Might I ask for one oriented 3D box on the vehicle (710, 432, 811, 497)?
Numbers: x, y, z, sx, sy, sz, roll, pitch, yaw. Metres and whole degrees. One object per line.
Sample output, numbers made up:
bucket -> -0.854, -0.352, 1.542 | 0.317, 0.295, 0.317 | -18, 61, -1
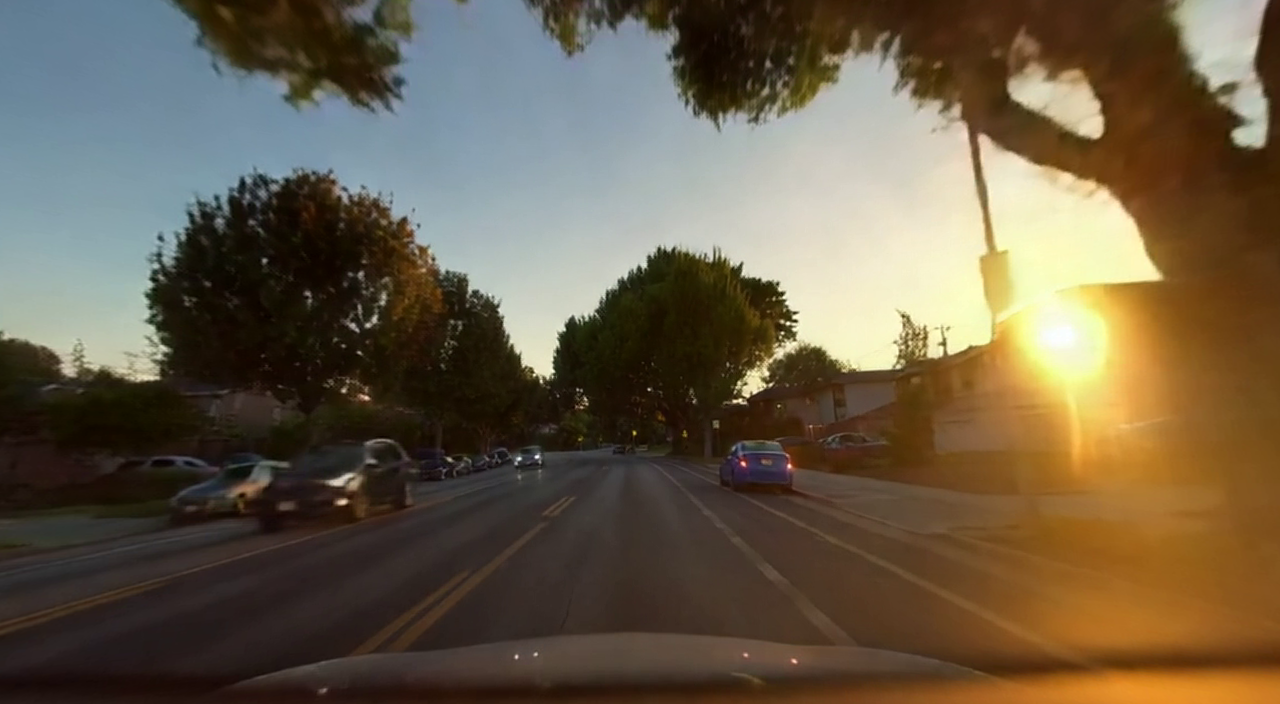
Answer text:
vehicle -> 3.692, 3.567, 20.549 | 2.176, 1.793, 5.534 | 1, -8, 0

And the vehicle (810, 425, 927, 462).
vehicle -> 12.560, 5.075, 35.152 | 5.437, 1.931, 2.837 | 0, -8, 1

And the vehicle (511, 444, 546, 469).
vehicle -> -8.312, 7.811, 47.524 | 2.090, 1.724, 4.270 | 1, -8, -4

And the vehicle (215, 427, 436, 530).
vehicle -> -6.537, 2.679, 14.082 | 2.294, 1.831, 5.199 | 1, -8, -1

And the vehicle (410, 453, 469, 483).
vehicle -> -11.146, 6.461, 35.461 | 1.922, 1.496, 4.598 | 1, -8, -1

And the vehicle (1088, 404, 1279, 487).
vehicle -> 13.026, 2.094, 14.175 | 4.360, 1.692, 2.011 | 0, -8, 0
